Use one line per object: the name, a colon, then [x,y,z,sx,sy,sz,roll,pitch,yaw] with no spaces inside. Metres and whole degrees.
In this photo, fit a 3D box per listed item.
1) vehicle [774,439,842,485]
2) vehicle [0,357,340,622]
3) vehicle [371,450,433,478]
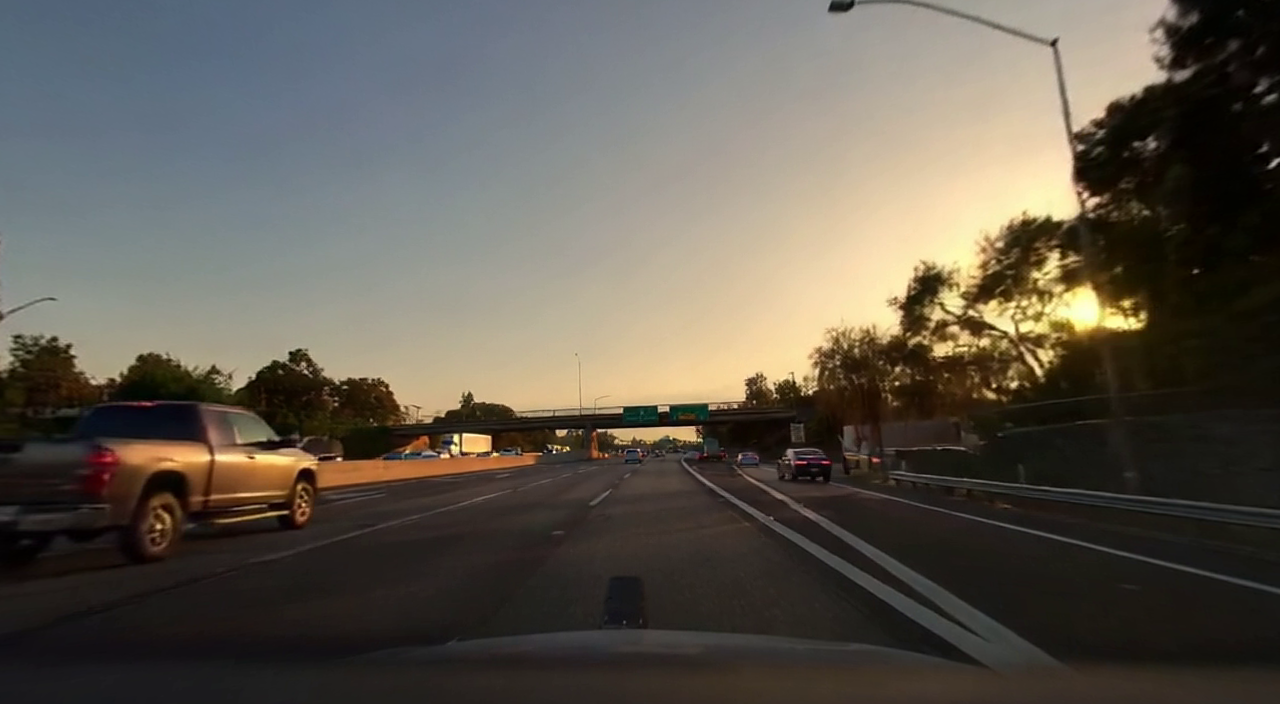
vehicle: [7.552,4.961,28.838,2.146,1.929,4.388,0,-8,4]
vehicle: [-6.513,1.605,8.408,2.264,2.379,5.248,0,-8,1]
vehicle: [-15.388,7.234,41.059,2.113,1.640,4.337,0,-8,3]
